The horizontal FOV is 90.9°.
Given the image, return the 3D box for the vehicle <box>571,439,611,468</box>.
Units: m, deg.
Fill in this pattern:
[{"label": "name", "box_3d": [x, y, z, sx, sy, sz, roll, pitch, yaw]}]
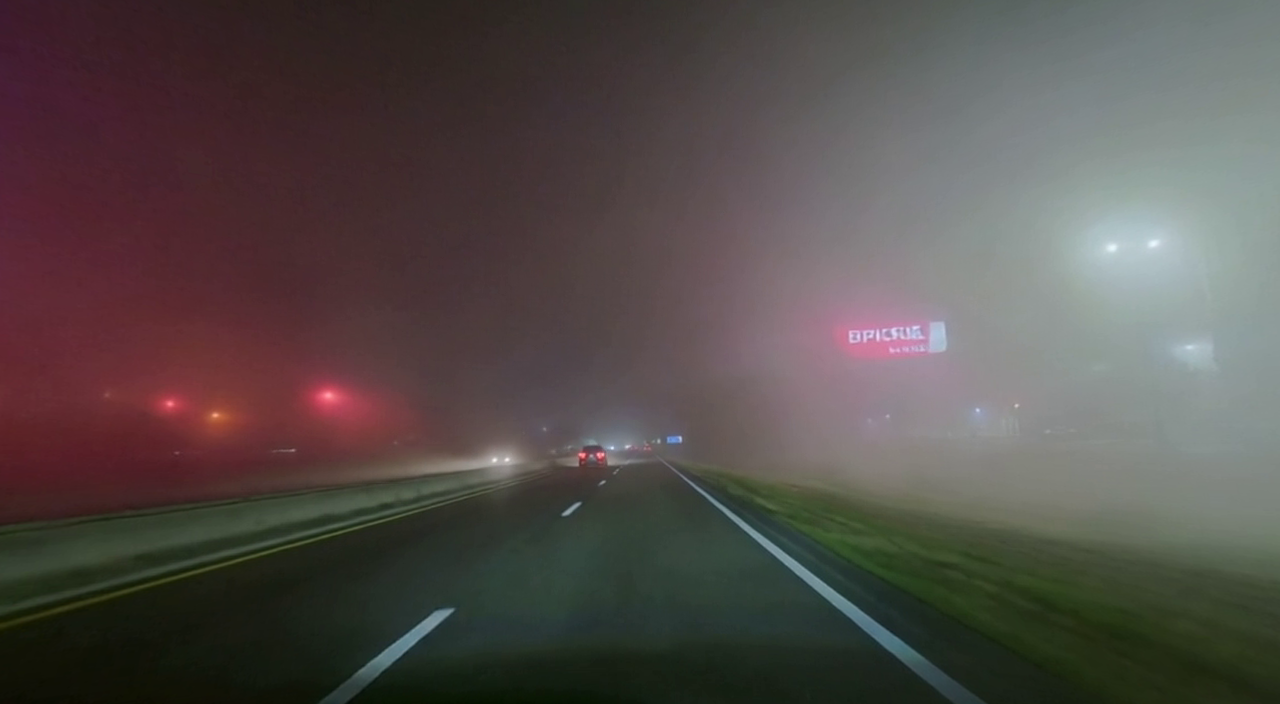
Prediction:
[{"label": "vehicle", "box_3d": [-3.242, 6.871, 42.838, 2.159, 1.793, 5.027, -1, -9, 1]}]
